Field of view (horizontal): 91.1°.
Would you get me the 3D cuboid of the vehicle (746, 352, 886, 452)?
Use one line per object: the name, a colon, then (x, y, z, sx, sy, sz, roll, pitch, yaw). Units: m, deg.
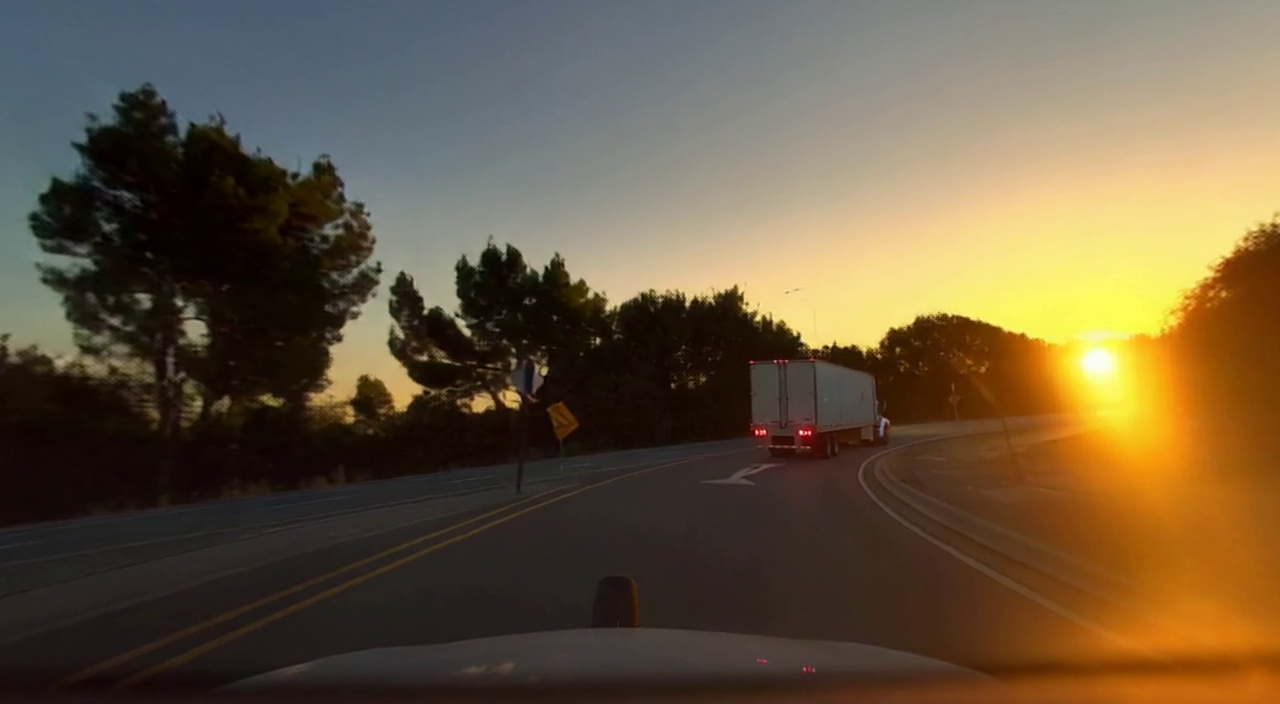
vehicle: (8.313, 2.534, 28.335, 2.837, 3.712, 10.484, -5, -9, 33)
